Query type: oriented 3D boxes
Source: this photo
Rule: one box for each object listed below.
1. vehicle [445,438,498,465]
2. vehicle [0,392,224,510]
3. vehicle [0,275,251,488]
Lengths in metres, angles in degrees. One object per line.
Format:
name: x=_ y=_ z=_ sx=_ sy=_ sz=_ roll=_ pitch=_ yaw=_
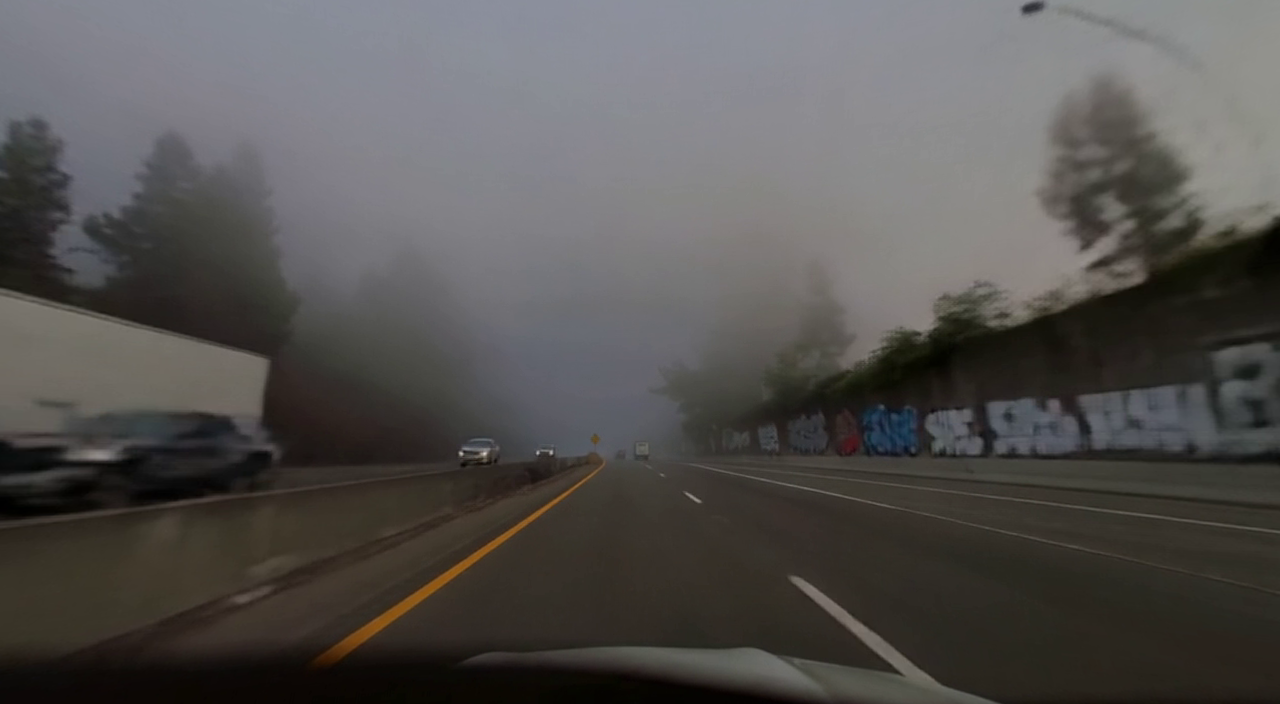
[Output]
vehicle: x=-10.192 y=6.038 z=38.241 sx=2.055 sy=1.526 sz=4.468 roll=0 pitch=-9 yaw=-1
vehicle: x=-9.379 y=1.622 z=10.388 sx=1.978 sy=1.542 sz=4.321 roll=0 pitch=-9 yaw=0
vehicle: x=-13.595 y=0.612 z=12.257 sx=2.852 sy=3.992 sz=14.363 roll=0 pitch=-9 yaw=0
